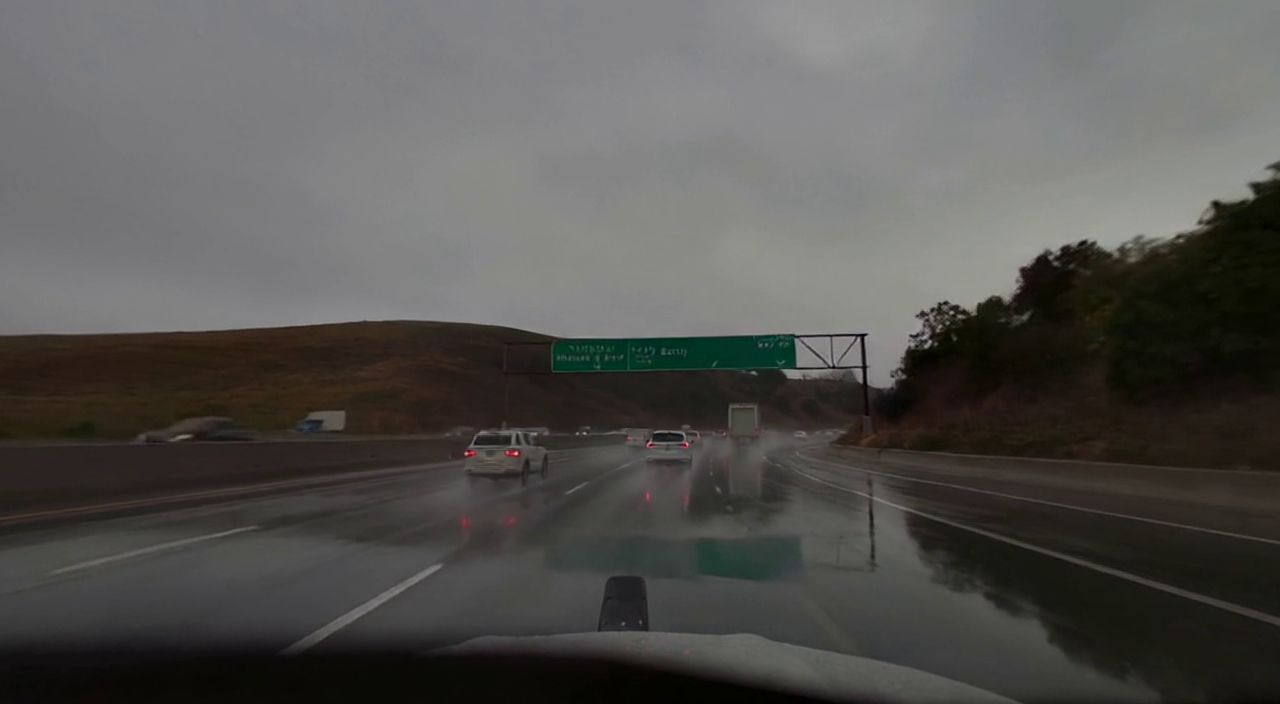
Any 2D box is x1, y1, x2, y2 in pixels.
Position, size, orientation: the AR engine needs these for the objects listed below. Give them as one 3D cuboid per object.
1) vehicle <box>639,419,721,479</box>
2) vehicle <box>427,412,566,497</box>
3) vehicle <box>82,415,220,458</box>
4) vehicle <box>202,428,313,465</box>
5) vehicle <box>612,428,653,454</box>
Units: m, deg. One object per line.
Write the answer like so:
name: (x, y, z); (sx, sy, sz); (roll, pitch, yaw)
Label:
vehicle: (1.378, 3.301, 21.577); (2.484, 1.820, 4.497); (-1, -8, 4)
vehicle: (-3.228, 2.433, 15.231); (2.077, 1.712, 4.406); (-1, -8, 4)
vehicle: (-20.179, 3.545, 26.338); (1.900, 1.613, 4.537); (-1, -8, 4)
vehicle: (-16.003, 3.980, 26.666); (1.838, 1.420, 4.243); (-1, -8, 3)
vehicle: (-0.464, 6.300, 44.501); (2.194, 1.702, 4.305); (-2, -8, 8)
